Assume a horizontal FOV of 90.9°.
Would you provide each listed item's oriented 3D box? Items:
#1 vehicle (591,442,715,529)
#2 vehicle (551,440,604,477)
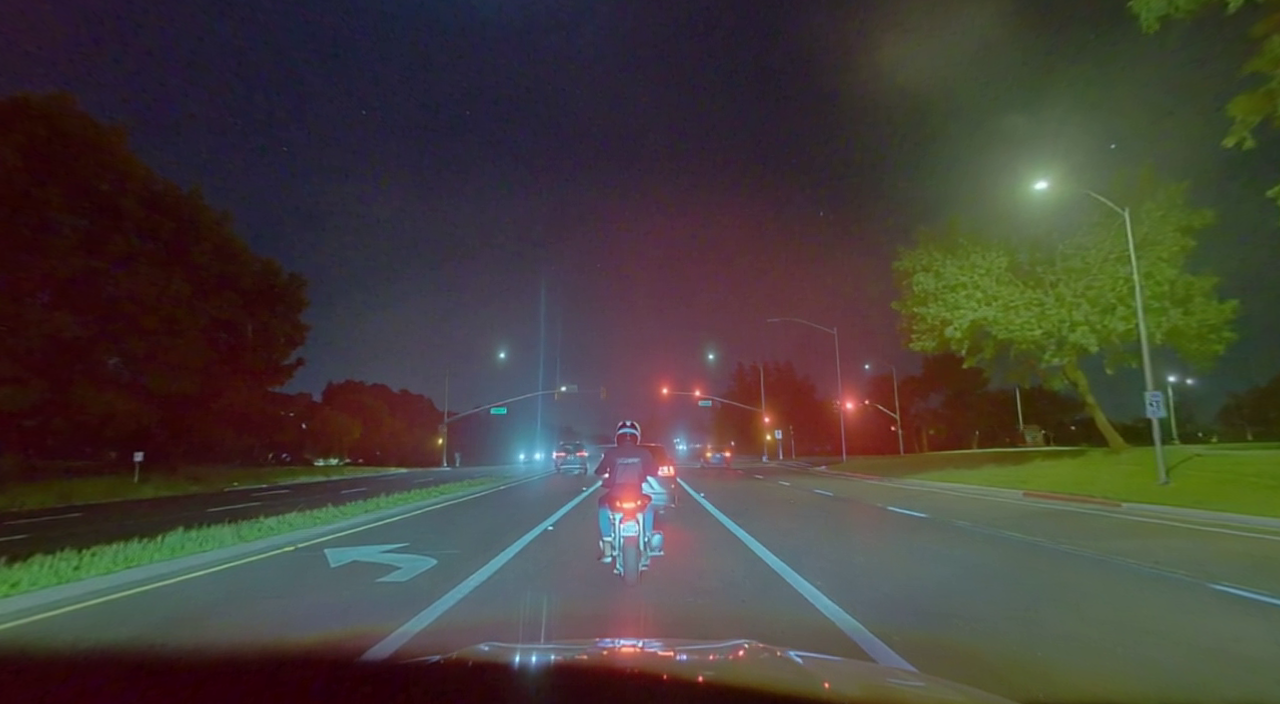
[{"bbox_3d":[0.208,2.584,12.929,2.093,1.450,4.437,0,-8,0],"label":"vehicle"},{"bbox_3d":[-2.979,5.221,31.207,2.056,1.647,5.045,-1,-8,1],"label":"vehicle"}]
